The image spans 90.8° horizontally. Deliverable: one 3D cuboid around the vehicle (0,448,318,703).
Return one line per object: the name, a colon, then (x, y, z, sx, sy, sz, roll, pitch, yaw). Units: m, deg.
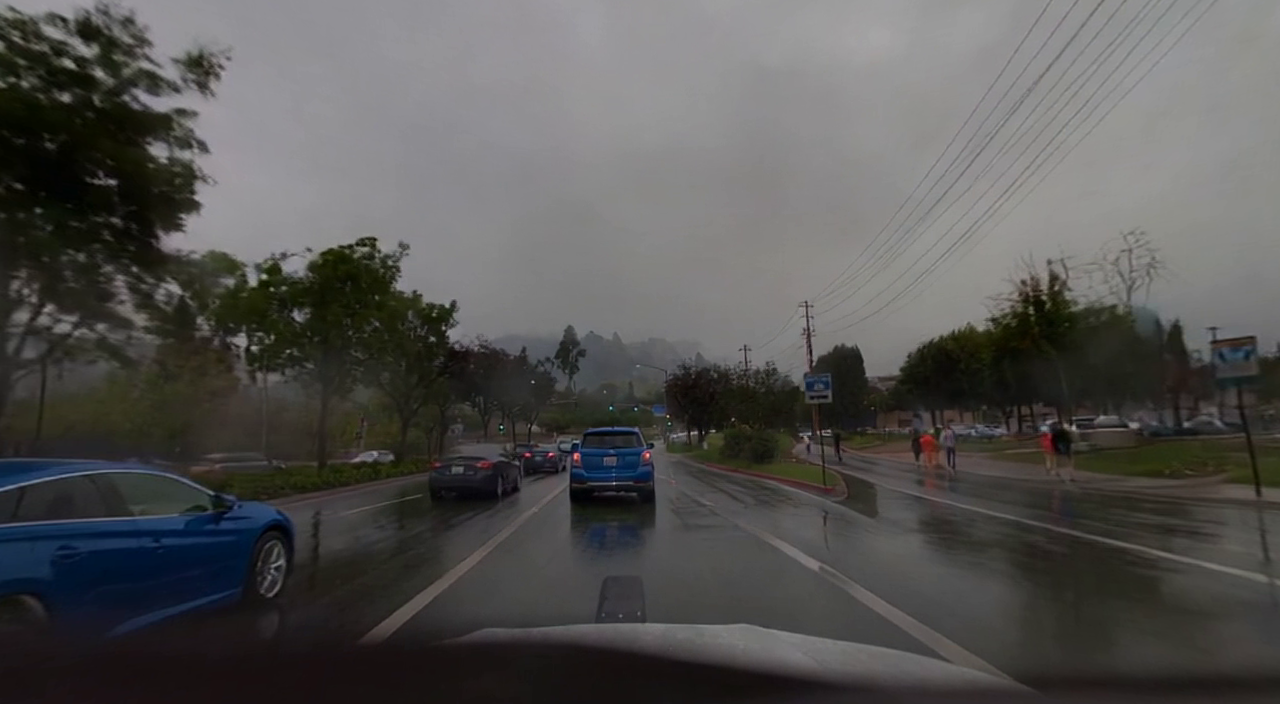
vehicle: (-3.716, 1.163, 3.187, 1.865, 1.314, 4.461, 0, -8, 0)

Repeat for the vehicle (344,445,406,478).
vehicle: (-15.642, 6.458, 37.494, 1.785, 1.745, 4.405, 0, -8, -1)

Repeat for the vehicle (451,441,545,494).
vehicle: (-4.400, 3.629, 20.334, 2.087, 1.485, 4.452, 0, -8, -1)

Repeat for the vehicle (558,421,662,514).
vehicle: (-0.637, 2.527, 14.239, 2.012, 1.769, 3.897, 0, -8, -2)
